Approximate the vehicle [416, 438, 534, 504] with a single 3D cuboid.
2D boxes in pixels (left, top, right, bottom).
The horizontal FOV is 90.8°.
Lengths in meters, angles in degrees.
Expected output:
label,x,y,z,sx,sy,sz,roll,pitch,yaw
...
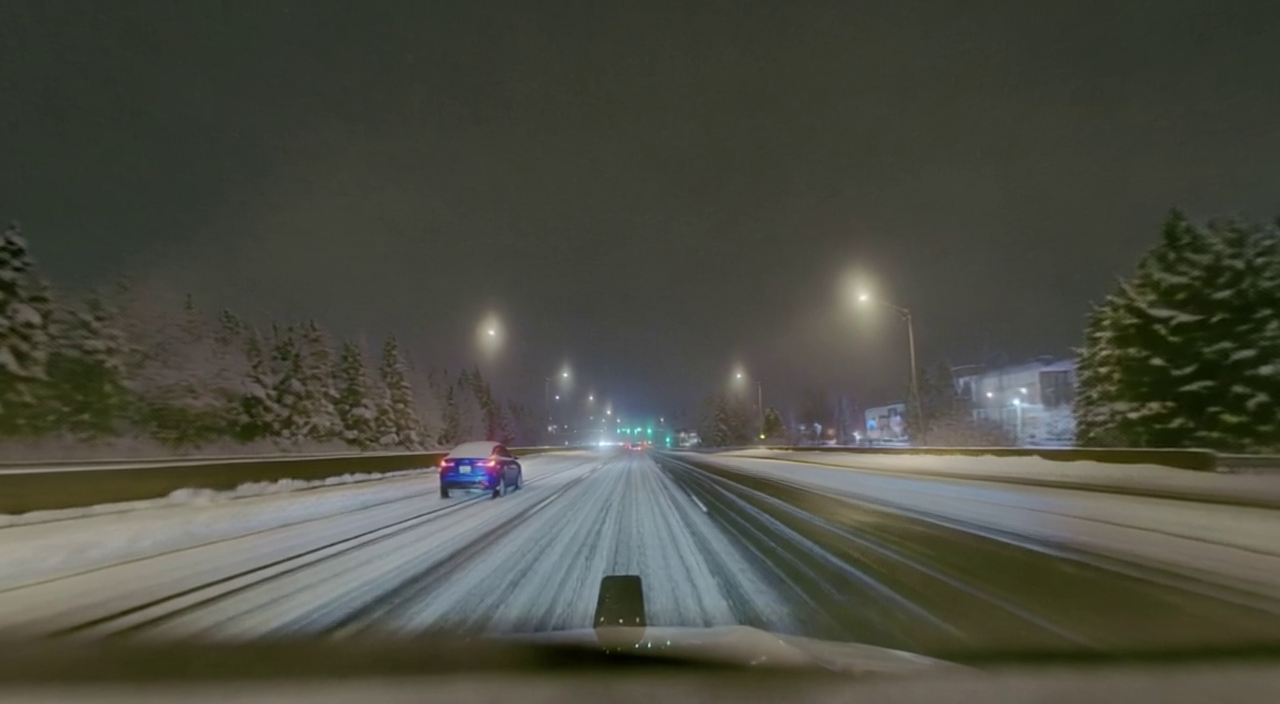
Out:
label,x,y,z,sx,sy,sz,roll,pitch,yaw
vehicle,-4.149,3.049,16.684,1.900,1.492,4.495,0,-9,0
